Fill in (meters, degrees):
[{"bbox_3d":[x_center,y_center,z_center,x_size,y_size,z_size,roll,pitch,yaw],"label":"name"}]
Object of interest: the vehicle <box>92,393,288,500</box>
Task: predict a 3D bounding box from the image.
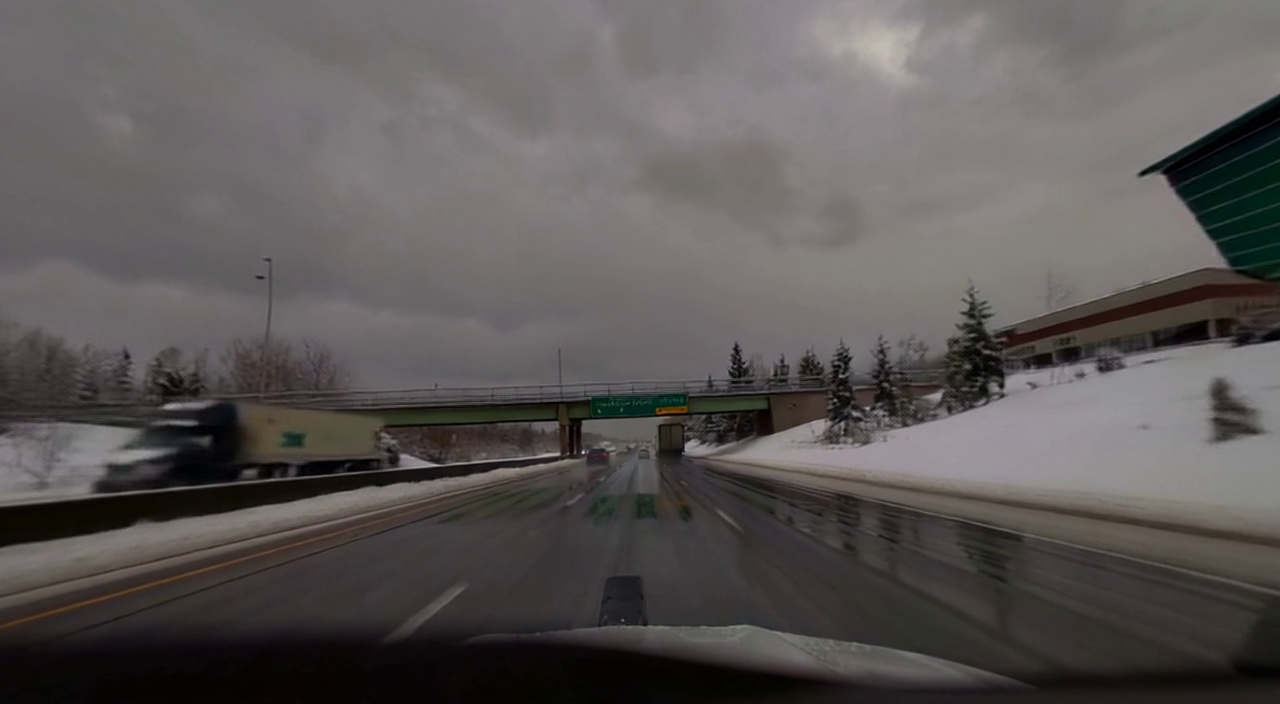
[{"bbox_3d":[-18.750,4.053,27.051,3.051,3.944,6.868,0,-9,1],"label":"vehicle"}]
